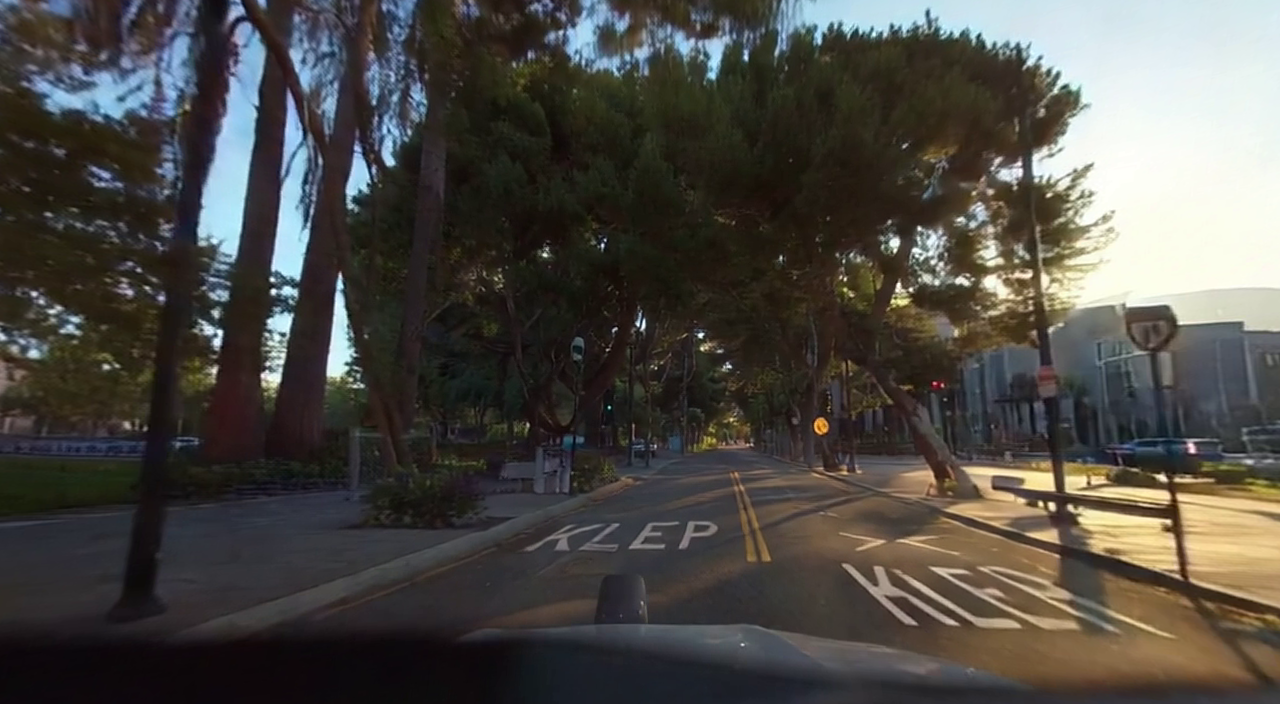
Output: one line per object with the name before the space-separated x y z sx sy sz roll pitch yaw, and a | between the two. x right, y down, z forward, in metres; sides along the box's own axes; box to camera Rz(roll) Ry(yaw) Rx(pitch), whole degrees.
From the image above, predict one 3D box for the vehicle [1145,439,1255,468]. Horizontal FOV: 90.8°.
vehicle | 38.289 6.956 43.319 5.090 1.925 2.103 -2 -9 11
